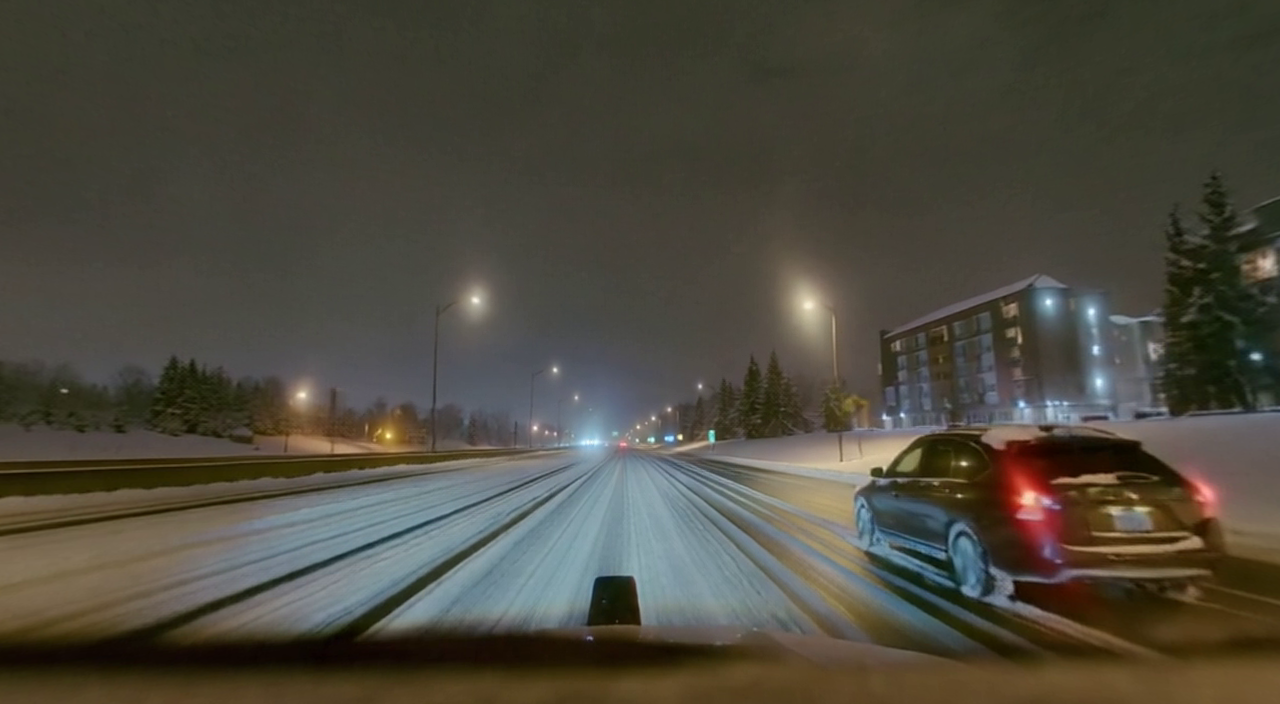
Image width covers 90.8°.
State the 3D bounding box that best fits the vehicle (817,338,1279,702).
[{"bbox_3d":[3.481,1.176,5.655,2.212,1.753,5.064,0,-9,-1],"label":"vehicle"}]
